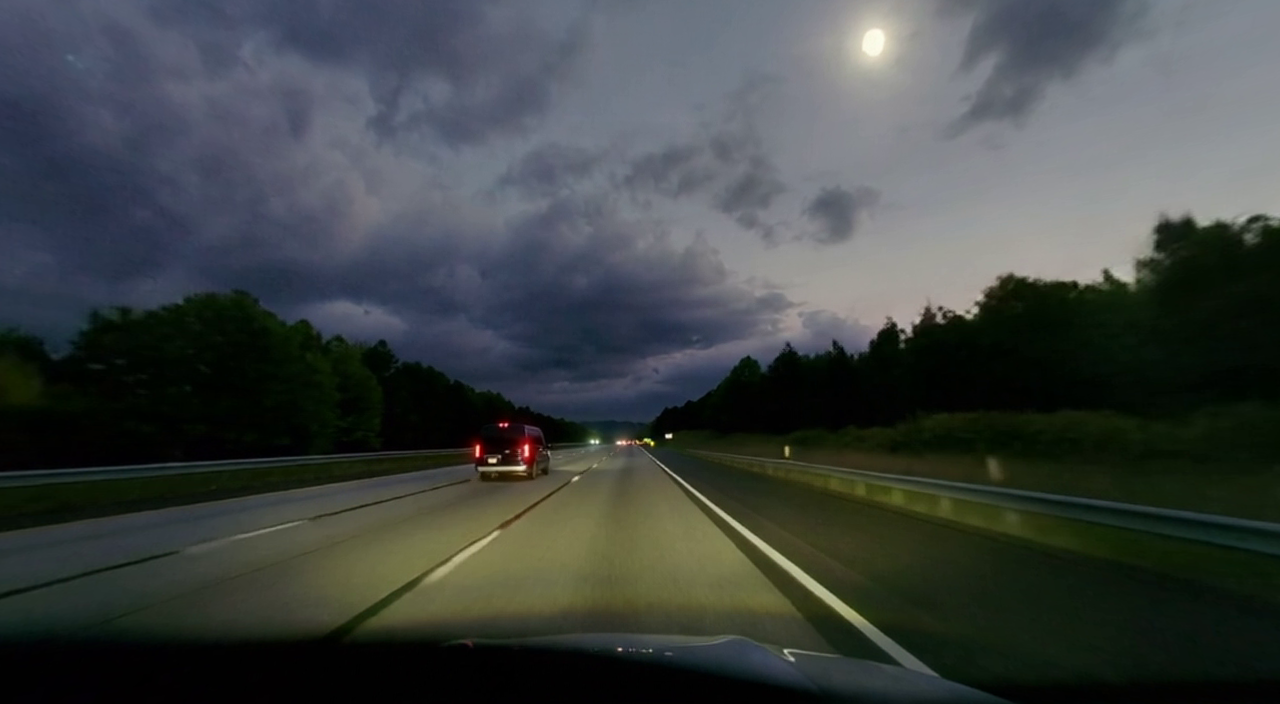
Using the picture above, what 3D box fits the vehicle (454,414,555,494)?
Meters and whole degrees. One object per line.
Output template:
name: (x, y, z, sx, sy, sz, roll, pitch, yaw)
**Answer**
vehicle: (-3.827, 2.988, 18.722, 1.976, 2.029, 4.737, -1, -8, 0)
